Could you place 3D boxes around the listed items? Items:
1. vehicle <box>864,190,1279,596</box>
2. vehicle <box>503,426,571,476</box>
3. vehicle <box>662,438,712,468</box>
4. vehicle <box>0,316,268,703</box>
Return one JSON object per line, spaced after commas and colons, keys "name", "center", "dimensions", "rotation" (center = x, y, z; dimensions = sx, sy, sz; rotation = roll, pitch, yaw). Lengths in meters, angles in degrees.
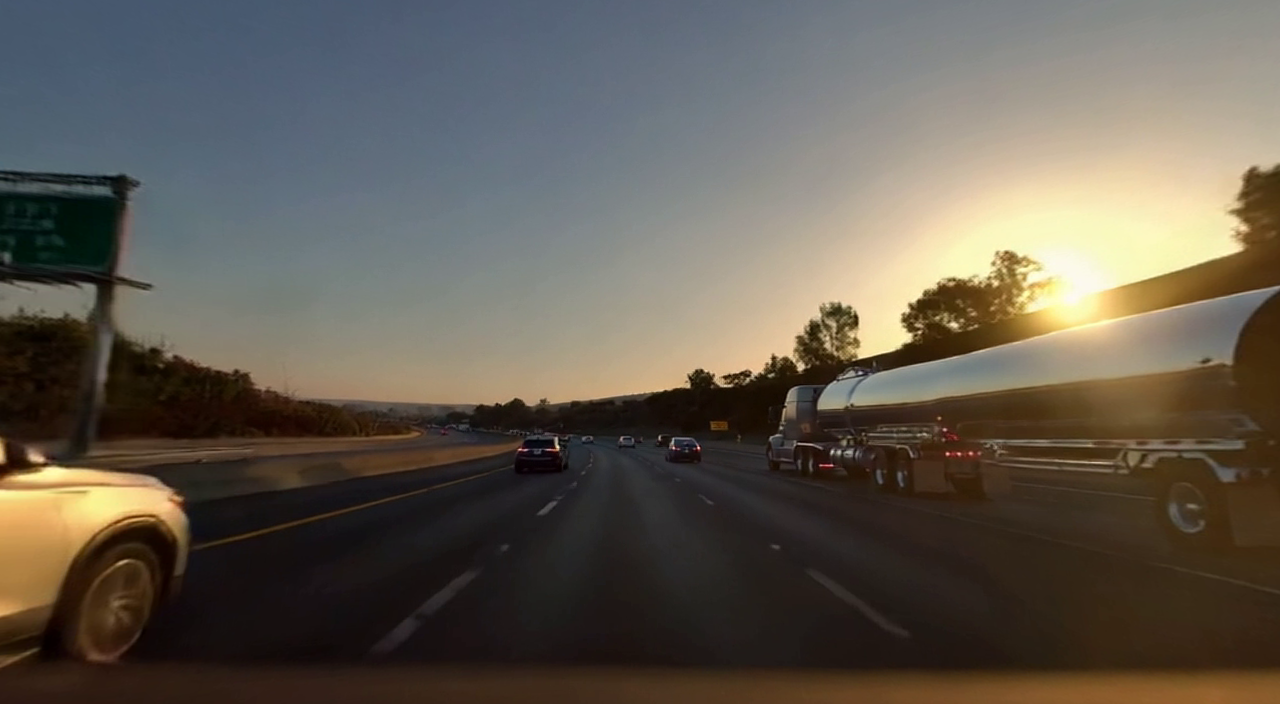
{"name": "vehicle", "center": [7.410, 1.054, 10.477], "dimensions": [3.554, 3.573, 10.307], "rotation": [0, -8, 0]}
{"name": "vehicle", "center": [-4.115, 4.053, 26.025], "dimensions": [2.149, 1.843, 4.348], "rotation": [0, -8, -1]}
{"name": "vehicle", "center": [2.465, 5.416, 34.131], "dimensions": [2.053, 1.510, 4.400], "rotation": [0, -8, -4]}
{"name": "vehicle", "center": [-4.371, 0.633, 2.087], "dimensions": [2.684, 1.839, 5.803], "rotation": [0, -8, 1]}
